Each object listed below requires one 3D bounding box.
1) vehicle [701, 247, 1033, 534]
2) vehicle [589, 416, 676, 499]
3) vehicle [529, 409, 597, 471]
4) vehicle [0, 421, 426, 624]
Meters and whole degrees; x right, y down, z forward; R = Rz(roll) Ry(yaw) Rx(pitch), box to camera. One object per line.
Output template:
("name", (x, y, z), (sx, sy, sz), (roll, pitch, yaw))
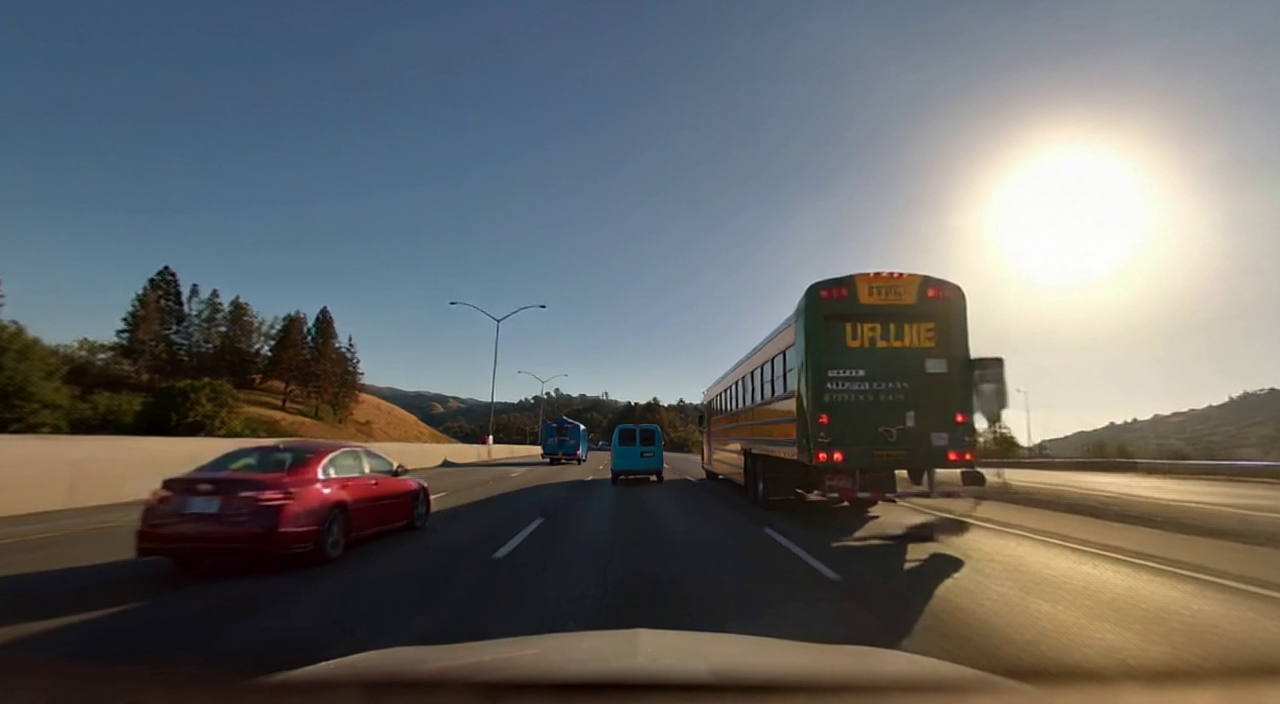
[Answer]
("vehicle", (3.809, 1.441, 15.598), (3.006, 4.101, 13.245), (0, -8, -1))
("vehicle", (-0.256, 2.804, 17.145), (2.037, 1.929, 4.343), (0, -8, -2))
("vehicle", (-4.088, 4.938, 35.235), (2.947, 3.009, 7.991), (0, -8, -1))
("vehicle", (-4.054, 1.549, 6.734), (2.039, 1.453, 4.197), (0, -8, 0))
